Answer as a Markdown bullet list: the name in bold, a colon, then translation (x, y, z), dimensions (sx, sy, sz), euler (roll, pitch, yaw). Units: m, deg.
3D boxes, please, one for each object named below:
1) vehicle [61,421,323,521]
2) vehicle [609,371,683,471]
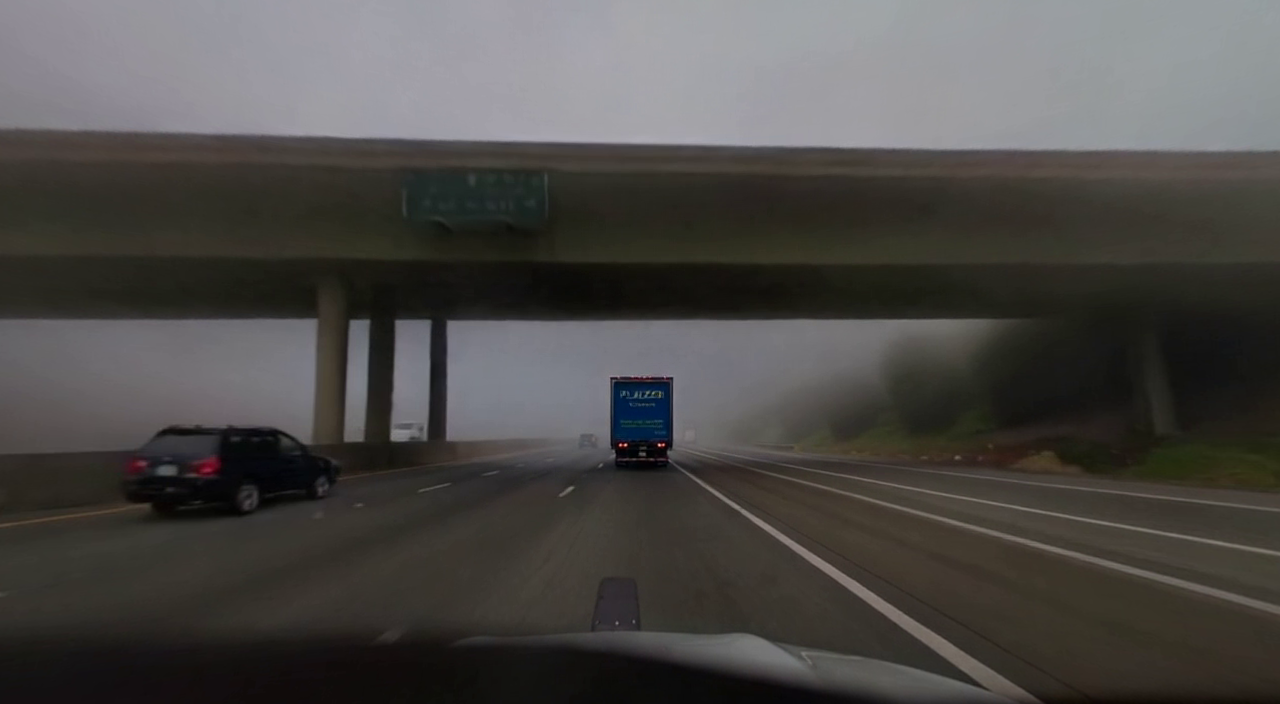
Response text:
- **vehicle**: translation (-8.085, 2.152, 11.975), dimensions (2.041, 1.566, 3.986), euler (0, -8, 0)
- **vehicle**: translation (0.126, 3.520, 30.840), dimensions (2.926, 3.959, 11.818), euler (0, -8, -1)
